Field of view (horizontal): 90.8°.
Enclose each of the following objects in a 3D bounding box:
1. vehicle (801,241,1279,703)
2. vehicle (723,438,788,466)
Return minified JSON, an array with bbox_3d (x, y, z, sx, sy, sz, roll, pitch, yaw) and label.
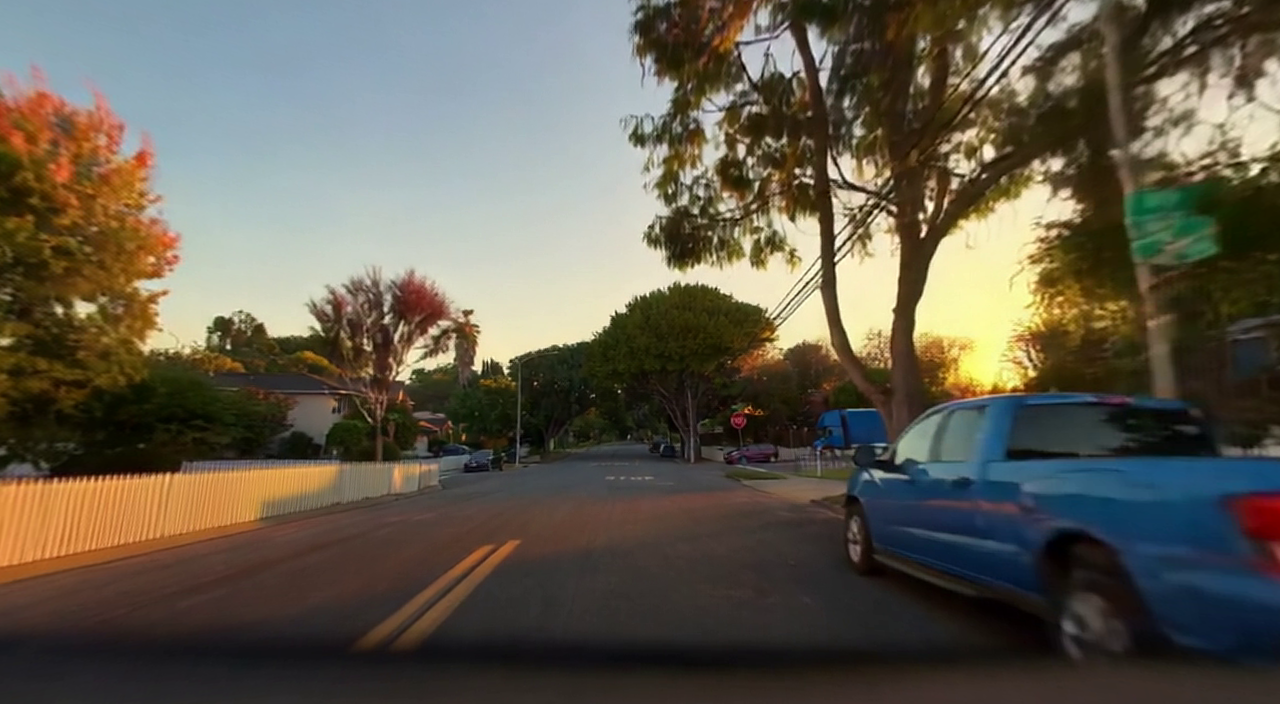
[{"bbox_3d":[2.707,0.945,3.888,2.126,1.795,4.751,0,-8,-1],"label":"vehicle"},{"bbox_3d":[7.573,6.583,41.650,3.867,1.710,2.107,0,-8,0],"label":"vehicle"}]
